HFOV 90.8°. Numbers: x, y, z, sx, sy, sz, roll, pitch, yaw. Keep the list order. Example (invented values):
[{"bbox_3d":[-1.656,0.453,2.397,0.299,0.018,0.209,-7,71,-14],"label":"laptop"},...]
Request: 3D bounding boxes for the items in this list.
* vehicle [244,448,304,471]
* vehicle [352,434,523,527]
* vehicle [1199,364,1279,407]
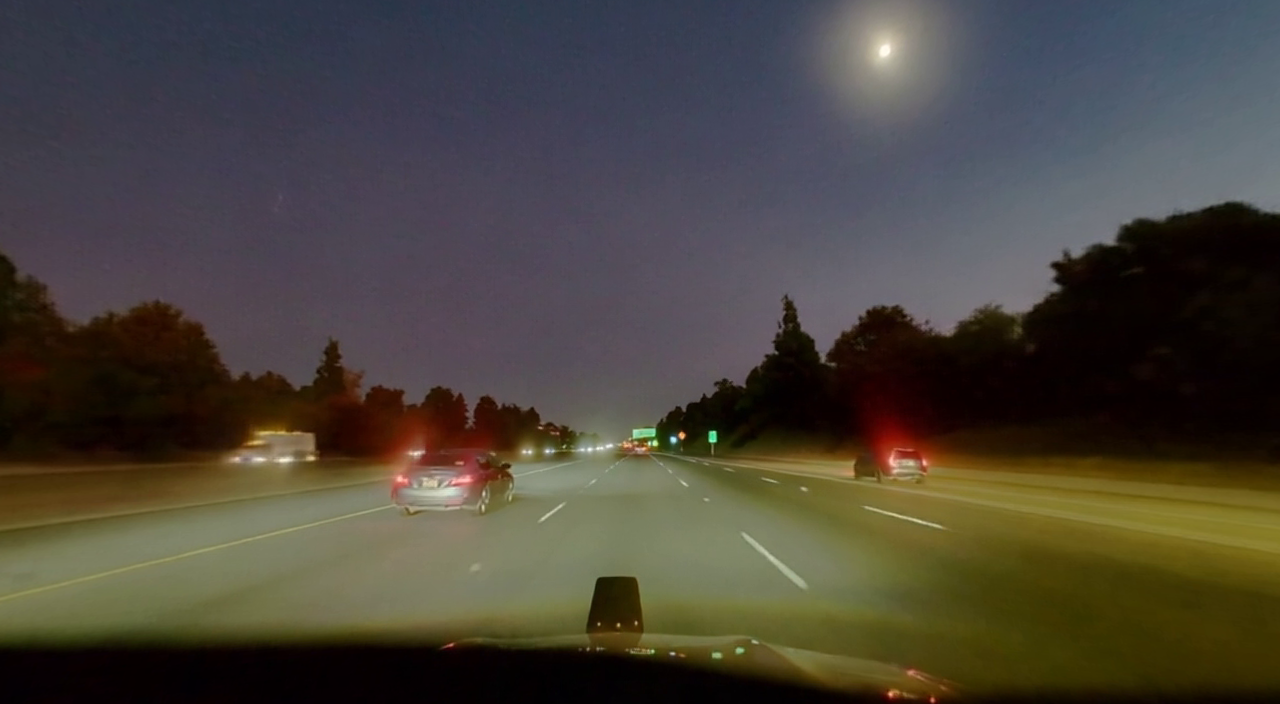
[{"bbox_3d":[-28.447,8.346,49.268,1.895,1.645,4.647,0,-8,0],"label":"vehicle"},{"bbox_3d":[-3.819,2.490,12.853,2.050,1.547,4.266,0,-8,0],"label":"vehicle"},{"bbox_3d":[31.389,1.717,31.817,2.014,1.774,4.550,1,-9,-5],"label":"vehicle"}]
